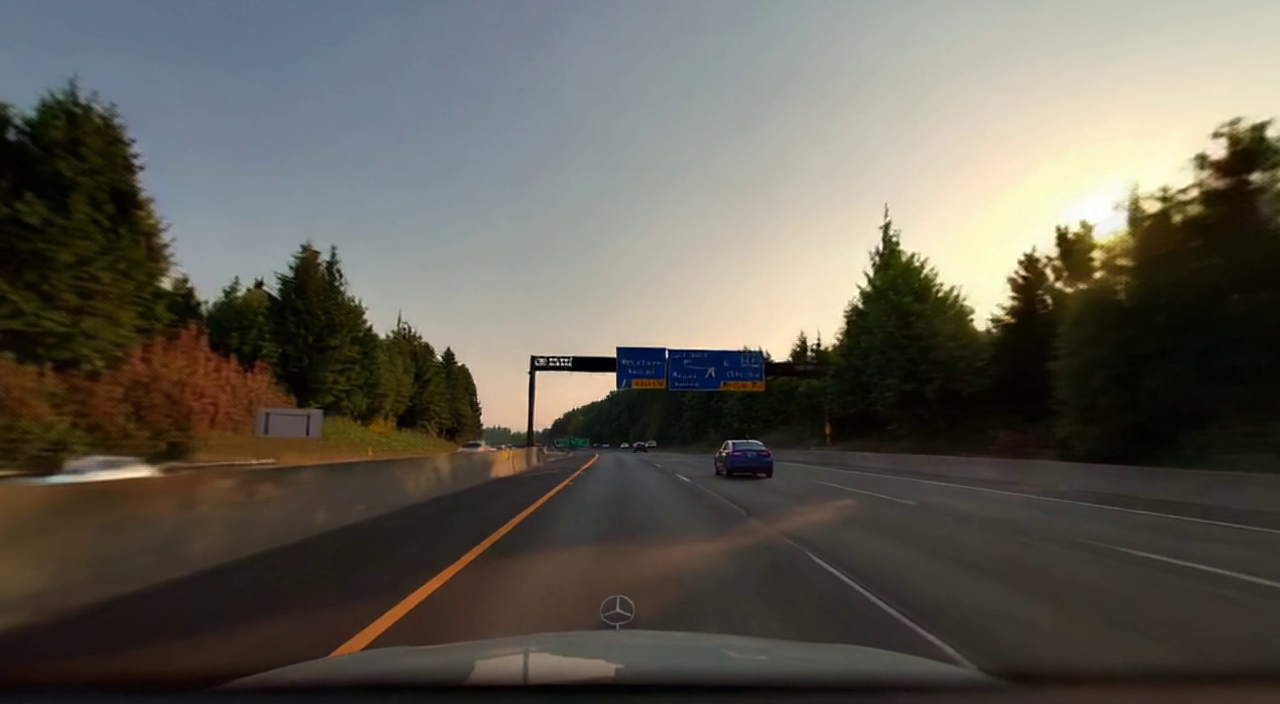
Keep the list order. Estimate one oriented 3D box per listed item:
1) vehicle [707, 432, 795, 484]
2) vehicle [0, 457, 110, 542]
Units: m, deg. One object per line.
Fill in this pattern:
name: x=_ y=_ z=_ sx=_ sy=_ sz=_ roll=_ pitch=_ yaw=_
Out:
vehicle: x=3.494 y=3.429 z=20.744 sx=1.958 sy=1.526 sz=4.227 roll=0 pitch=-8 yaw=-2
vehicle: x=-12.865 y=2.811 z=11.904 sx=1.951 sy=1.474 sz=4.413 roll=0 pitch=-8 yaw=-2
